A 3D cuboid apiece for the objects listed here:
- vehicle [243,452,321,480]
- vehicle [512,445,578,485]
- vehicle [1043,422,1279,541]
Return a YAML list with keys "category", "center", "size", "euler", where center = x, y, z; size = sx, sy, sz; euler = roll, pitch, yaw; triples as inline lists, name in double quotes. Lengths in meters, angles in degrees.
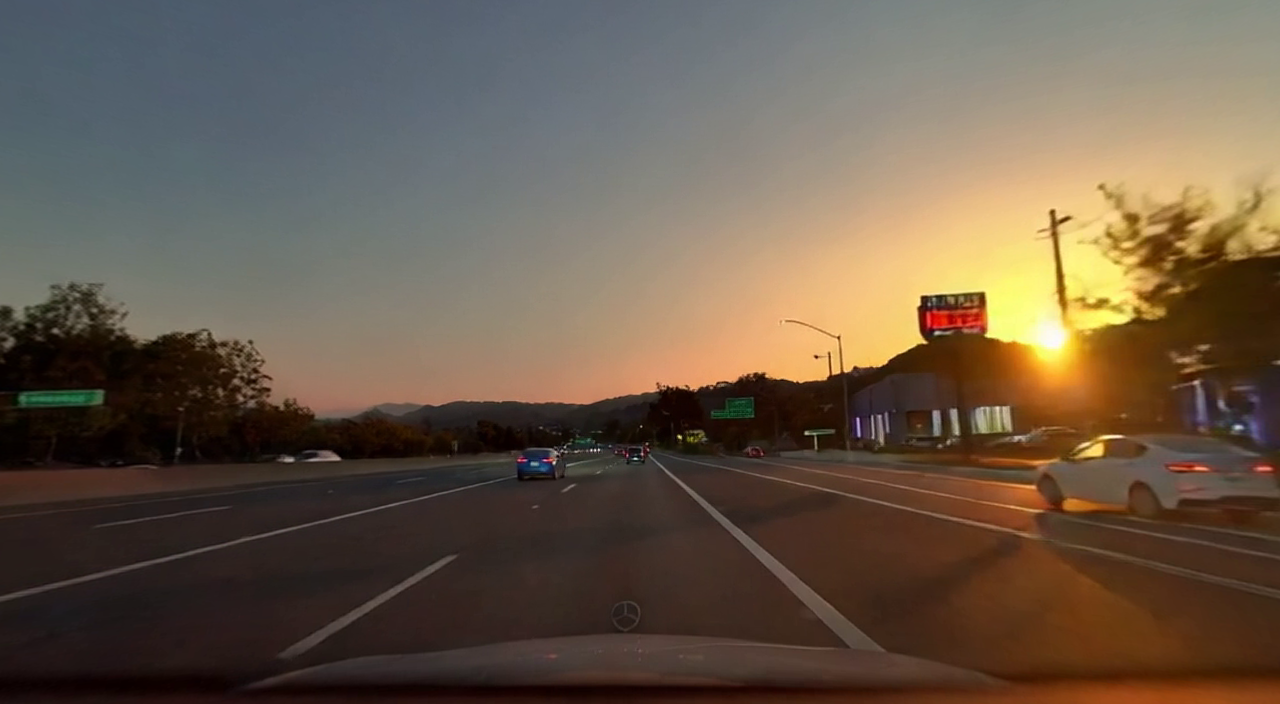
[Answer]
- category: "vehicle"
  center: [-22.113, 7.036, 39.170]
  size: [1.929, 1.597, 4.923]
  euler: [0, -9, 1]
- category: "vehicle"
  center: [-3.961, 4.801, 27.049]
  size: [2.071, 1.553, 4.388]
  euler: [0, -9, 1]
- category: "vehicle"
  center: [9.655, 2.107, 10.878]
  size: [2.035, 1.566, 5.409]
  euler: [-1, -9, 3]
